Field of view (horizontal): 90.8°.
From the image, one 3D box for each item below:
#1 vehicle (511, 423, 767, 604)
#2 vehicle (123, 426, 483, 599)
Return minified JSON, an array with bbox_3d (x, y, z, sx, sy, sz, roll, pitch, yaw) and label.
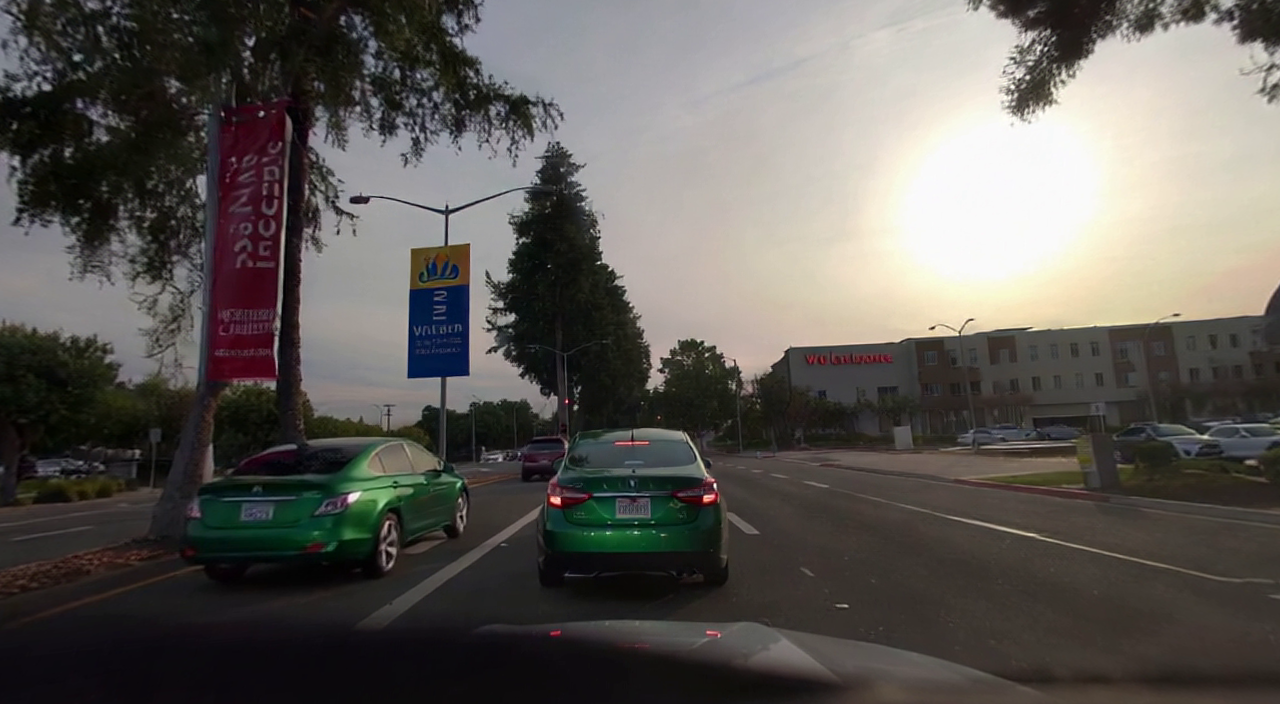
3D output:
[{"bbox_3d":[-0.067,1.638,7.309,2.126,1.475,3.967,0,-8,-2],"label":"vehicle"},{"bbox_3d":[-3.506,1.734,7.801,1.961,1.487,4.453,0,-8,0],"label":"vehicle"}]
